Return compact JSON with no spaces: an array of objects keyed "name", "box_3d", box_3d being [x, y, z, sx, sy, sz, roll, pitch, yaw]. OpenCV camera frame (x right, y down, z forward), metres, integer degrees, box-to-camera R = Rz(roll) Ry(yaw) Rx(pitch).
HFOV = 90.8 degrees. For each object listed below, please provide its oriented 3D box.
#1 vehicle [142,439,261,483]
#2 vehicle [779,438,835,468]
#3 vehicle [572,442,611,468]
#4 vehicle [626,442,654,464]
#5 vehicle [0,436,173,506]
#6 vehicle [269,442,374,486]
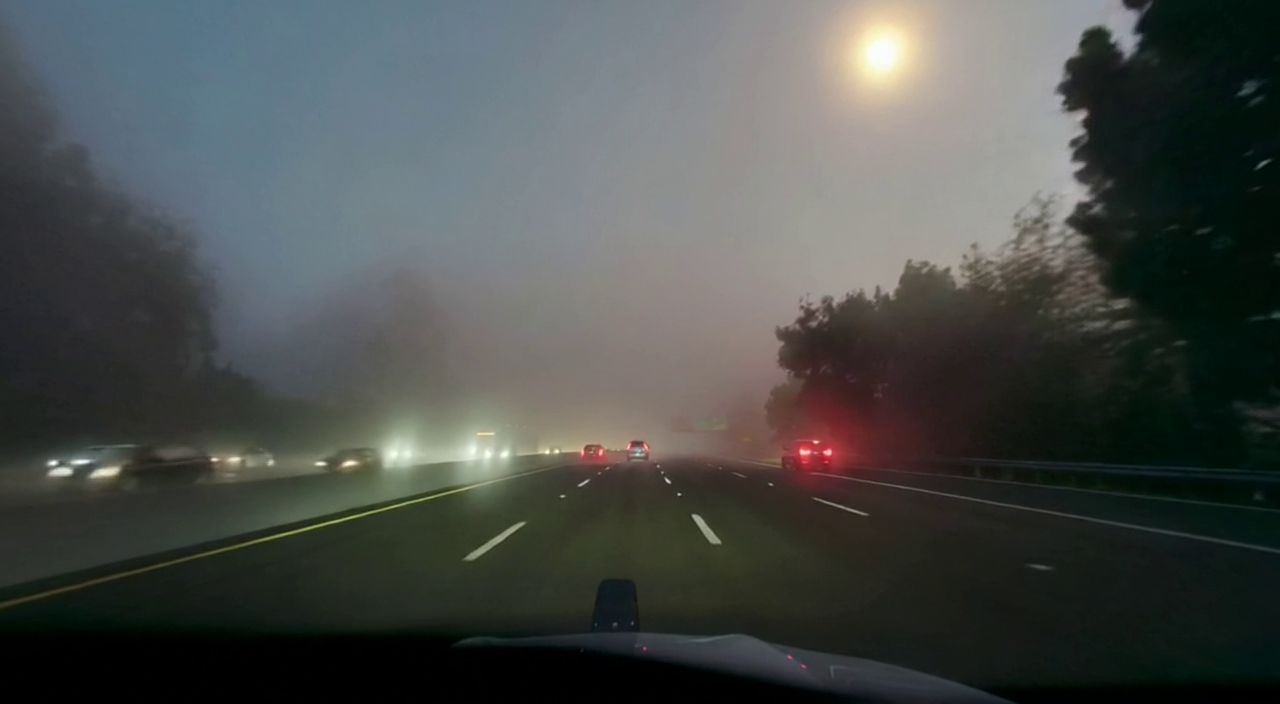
[{"name":"vehicle","box_3d":[-19.330,4.793,28.141,1.981,1.760,4.557,-1,-8,0]},{"name":"vehicle","box_3d":[10.142,6.143,38.685,2.130,1.703,4.572,-1,-8,0]},{"name":"vehicle","box_3d":[-3.150,6.789,41.806,2.154,1.530,4.519,-1,-8,1]},{"name":"vehicle","box_3d":[0.009,7.417,46.435,1.977,1.513,3.546,-1,-8,1]},{"name":"vehicle","box_3d":[-15.996,3.272,17.831,2.053,1.706,4.602,-1,-8,0]},{"name":"vehicle","box_3d":[-12.804,4.504,25.794,2.000,1.600,4.430,-1,-8,0]}]
